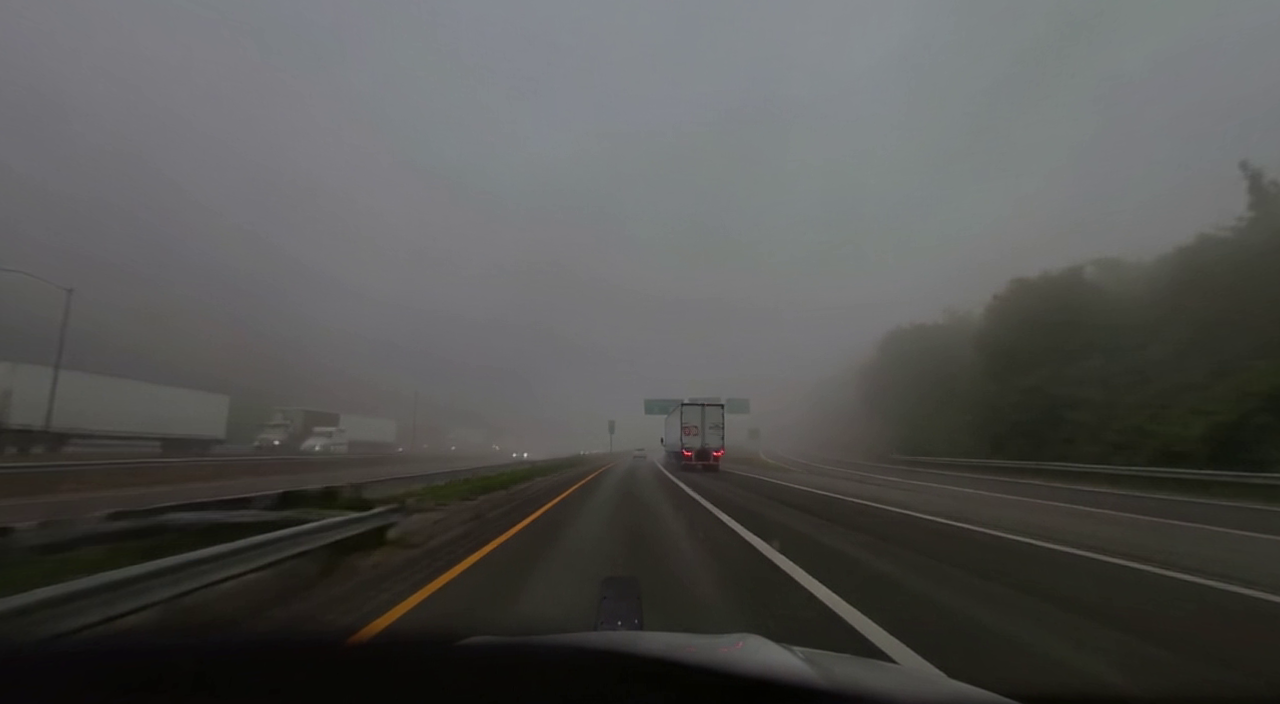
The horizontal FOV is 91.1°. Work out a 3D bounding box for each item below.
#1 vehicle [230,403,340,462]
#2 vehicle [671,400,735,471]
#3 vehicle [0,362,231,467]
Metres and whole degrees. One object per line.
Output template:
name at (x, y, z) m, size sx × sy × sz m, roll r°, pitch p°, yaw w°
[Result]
vehicle at (-26.221, 6.187, 47.232) m, size 2.933 × 3.877 × 9.896 m, roll 0°, pitch -9°, yaw -3°
vehicle at (3.981, 5.850, 43.221) m, size 3.185 × 4.154 × 12.638 m, roll 0°, pitch -9°, yaw 0°
vehicle at (-26.453, 3.496, 31.307) m, size 2.964 × 4.069 × 13.685 m, roll 0°, pitch -9°, yaw 0°
